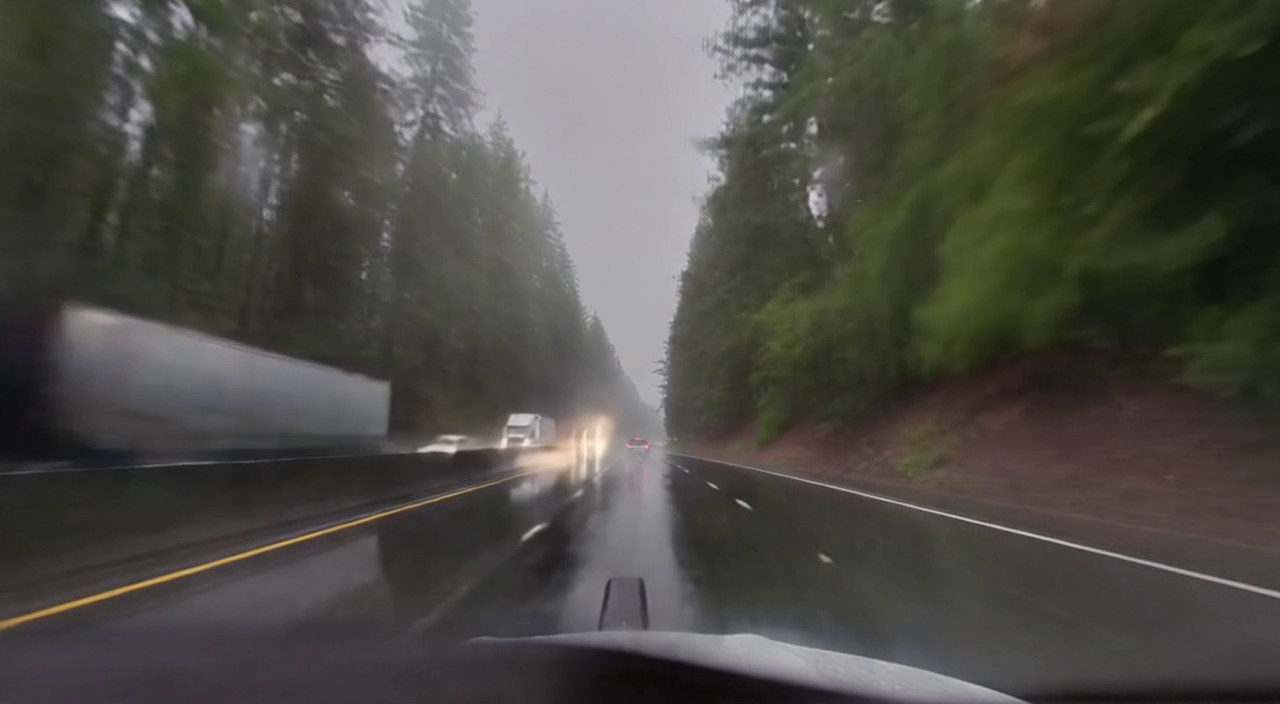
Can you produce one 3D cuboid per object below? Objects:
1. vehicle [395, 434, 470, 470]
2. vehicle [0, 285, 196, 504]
[{"bbox_3d":[-9.160,4.454,28.273,1.846,1.463,4.537,0,-8,0],"label":"vehicle"},{"bbox_3d":[-13.339,0.884,12.324,3.009,4.018,8.498,0,-8,0],"label":"vehicle"}]
